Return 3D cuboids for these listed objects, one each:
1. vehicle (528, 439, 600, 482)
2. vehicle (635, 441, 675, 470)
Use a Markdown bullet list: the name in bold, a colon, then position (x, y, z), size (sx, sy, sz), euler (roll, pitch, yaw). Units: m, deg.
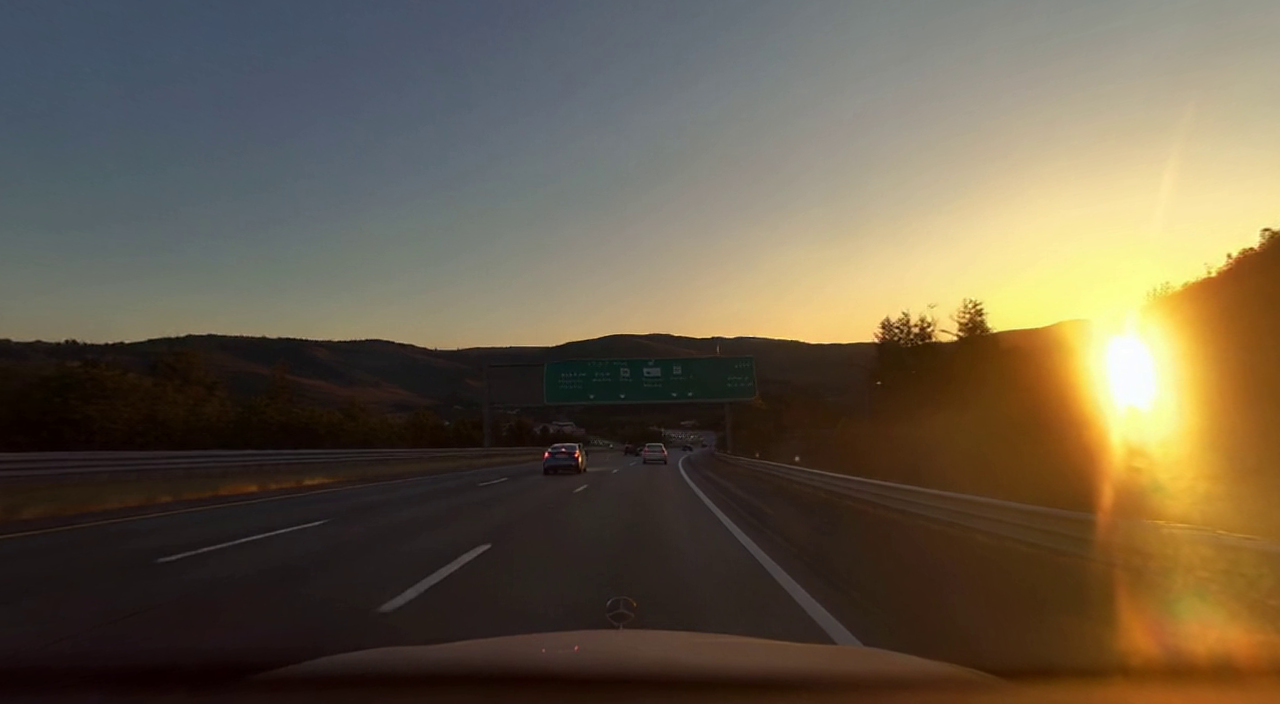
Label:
- **vehicle**: position (-2.962, 4.368, 25.510), size (2.129, 1.563, 4.387), euler (-1, -9, 3)
- **vehicle**: position (0.907, 5.884, 35.870), size (2.129, 1.502, 4.321), euler (-1, -9, 3)
